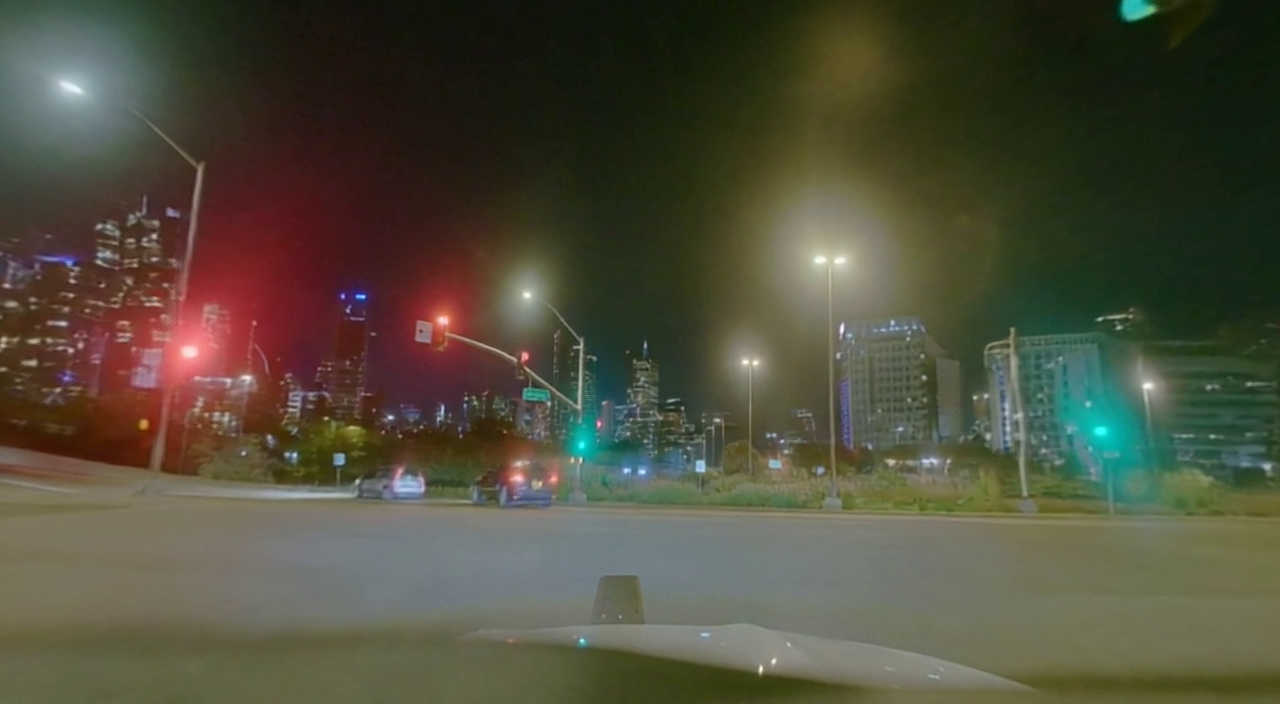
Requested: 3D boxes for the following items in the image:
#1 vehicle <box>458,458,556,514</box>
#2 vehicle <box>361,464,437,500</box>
[{"bbox_3d":[-4.283,4.119,19.918,2.048,1.516,3.874,4,-10,-27],"label":"vehicle"},{"bbox_3d":[-12.127,6.479,31.701,3.852,1.605,2.007,-9,-13,43],"label":"vehicle"}]
